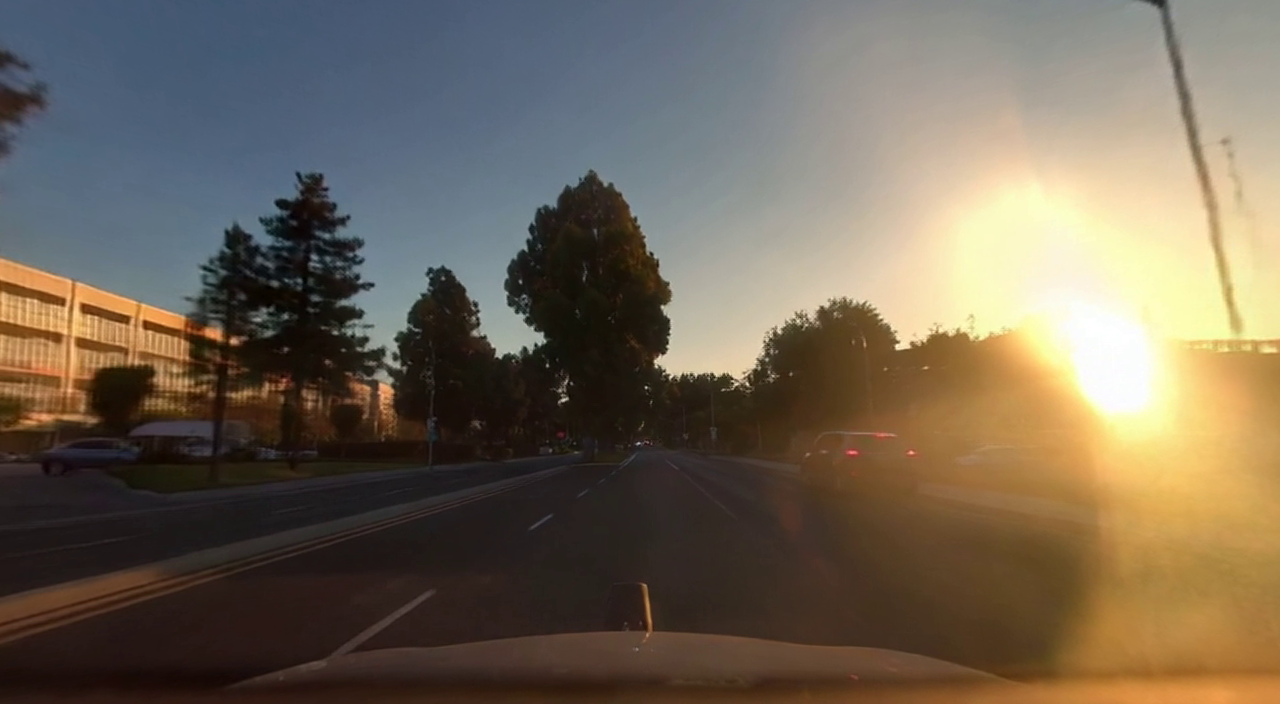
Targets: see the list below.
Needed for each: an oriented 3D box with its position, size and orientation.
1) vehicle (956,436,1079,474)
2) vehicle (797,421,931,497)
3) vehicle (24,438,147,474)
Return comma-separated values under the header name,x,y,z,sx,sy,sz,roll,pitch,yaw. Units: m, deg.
name,x,y,z,sx,sy,sz,roll,pitch,yaw
vehicle,17.391,4.764,29.066,4.421,1.535,1.869,-2,-7,2
vehicle,7.062,3.465,20.643,2.365,2.138,5.499,0,-8,0
vehicle,-26.393,4.962,29.988,4.048,1.601,1.845,0,-8,-2
